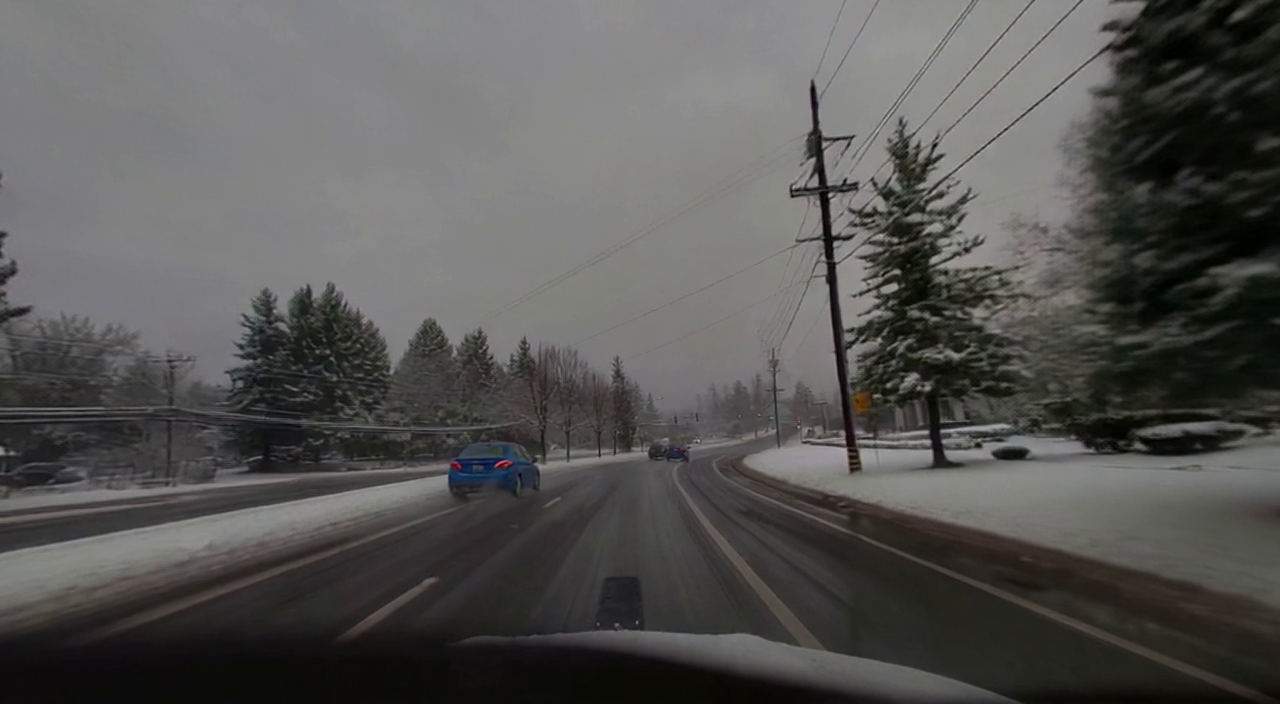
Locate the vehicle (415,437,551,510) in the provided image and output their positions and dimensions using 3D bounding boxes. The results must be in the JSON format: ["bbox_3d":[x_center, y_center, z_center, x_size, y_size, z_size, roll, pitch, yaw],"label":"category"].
[{"bbox_3d":[-3.587,2.860,15.418,1.928,1.488,4.635,-1,-8,3],"label":"vehicle"}]
